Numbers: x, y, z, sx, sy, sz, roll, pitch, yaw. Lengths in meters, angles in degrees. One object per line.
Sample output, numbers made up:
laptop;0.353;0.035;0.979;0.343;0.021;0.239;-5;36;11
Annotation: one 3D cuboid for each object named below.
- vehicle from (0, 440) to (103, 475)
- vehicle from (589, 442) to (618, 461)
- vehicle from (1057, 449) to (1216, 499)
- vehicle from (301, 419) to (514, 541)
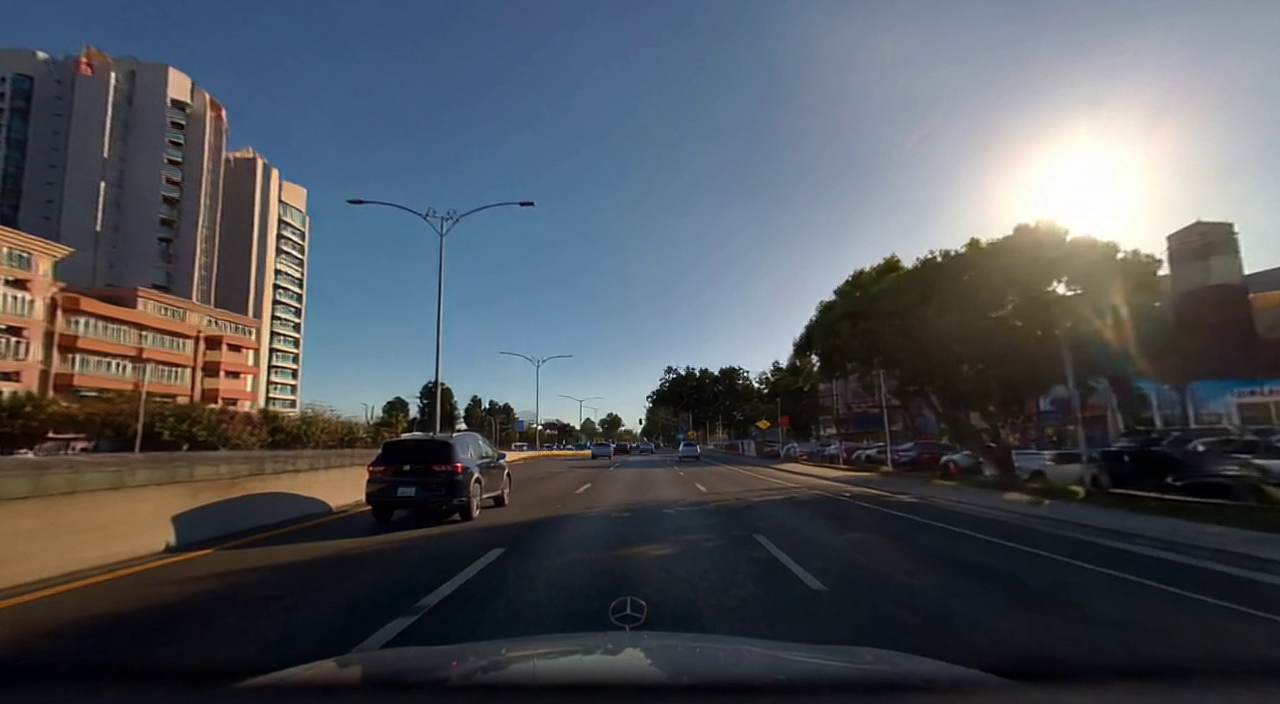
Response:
vehicle;-35.386;6.143;37.132;2.131;1.878;5.681;-1;-8;4
vehicle;-2.833;7.881;49.987;2.005;1.446;4.265;0;-8;1
vehicle;16.393;4.005;20.950;1.703;1.446;3.822;6;-11;-44
vehicle;-3.541;2.021;10.525;1.983;1.635;3.957;0;-8;1
